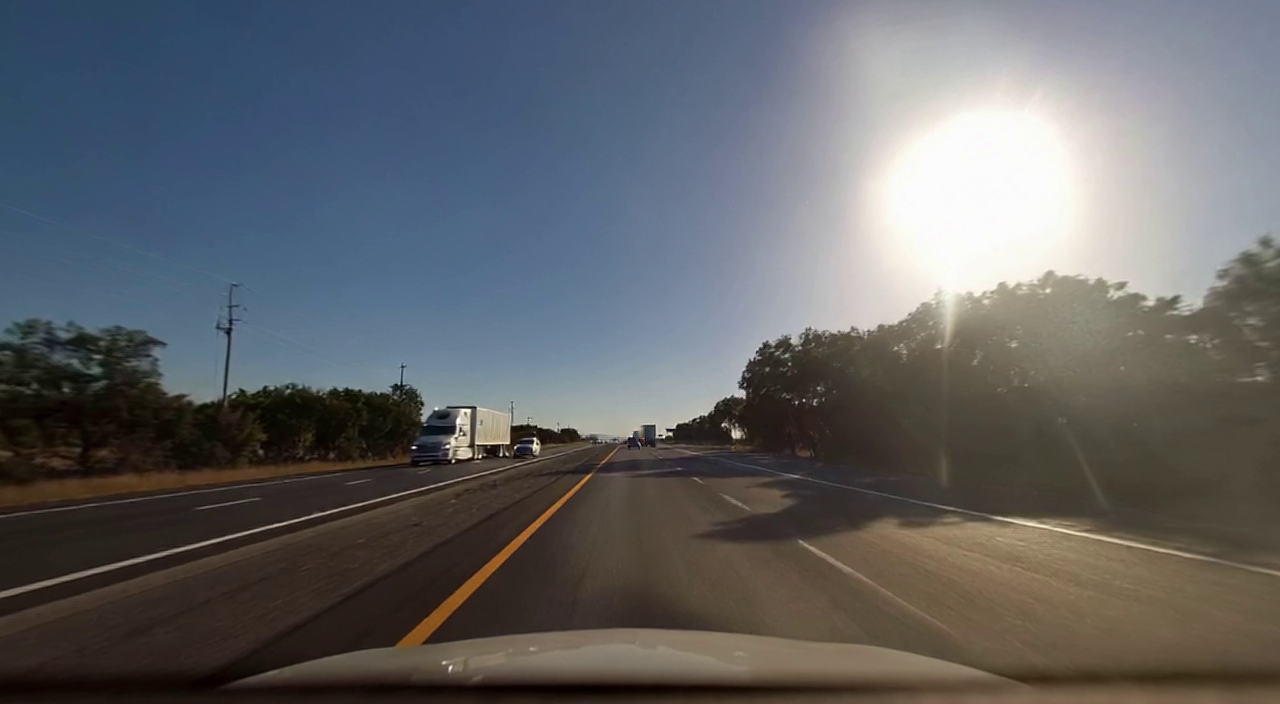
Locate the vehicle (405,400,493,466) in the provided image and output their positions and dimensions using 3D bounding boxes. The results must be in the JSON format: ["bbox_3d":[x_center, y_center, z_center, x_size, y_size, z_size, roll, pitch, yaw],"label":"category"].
[{"bbox_3d":[-12.909,5.635,43.669,2.979,3.983,10.131,0,-8,-1],"label":"vehicle"}]
